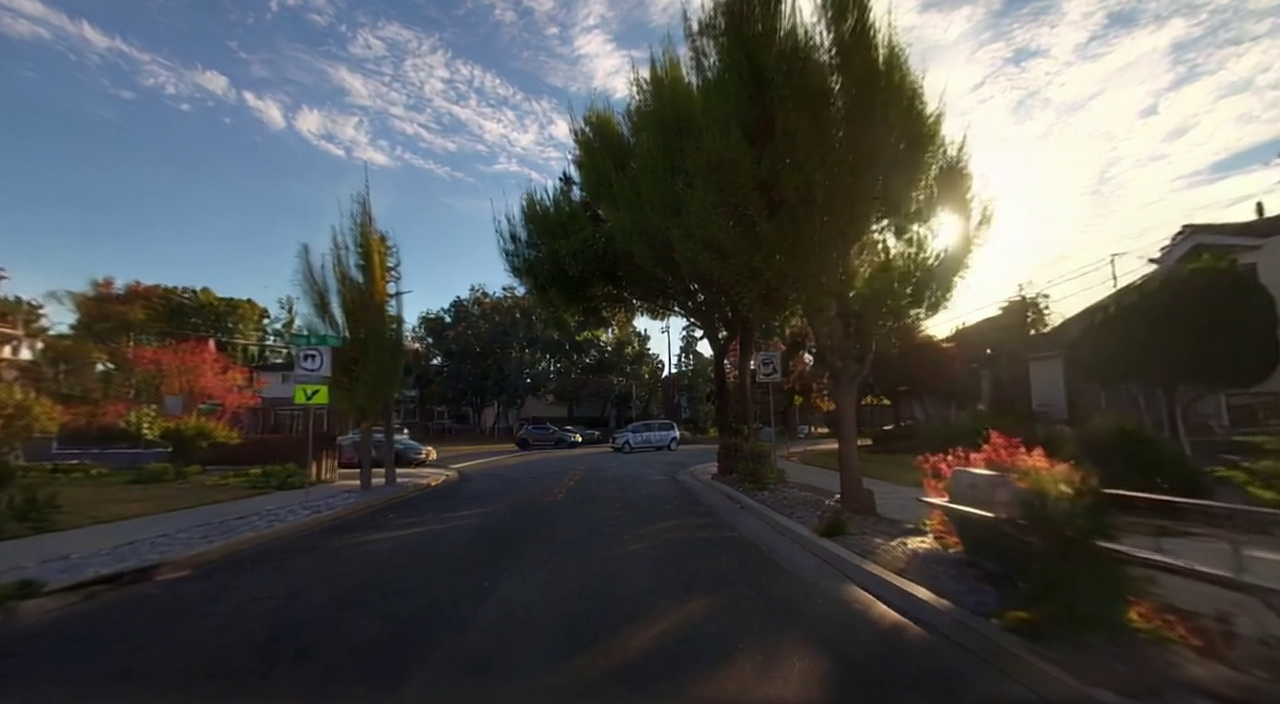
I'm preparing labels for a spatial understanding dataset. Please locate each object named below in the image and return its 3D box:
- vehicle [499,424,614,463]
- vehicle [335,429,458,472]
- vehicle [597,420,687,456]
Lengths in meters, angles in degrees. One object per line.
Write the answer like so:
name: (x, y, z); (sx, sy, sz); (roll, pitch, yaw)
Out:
vehicle: (-4.115, 4.503, 31.187); (5.181, 1.768, 2.139); (3, -8, -26)
vehicle: (-10.239, 4.166, 26.842); (4.639, 1.700, 2.002); (2, -8, -17)
vehicle: (0.122, 4.973, 36.612); (4.863, 1.953, 2.022); (3, -8, -24)
